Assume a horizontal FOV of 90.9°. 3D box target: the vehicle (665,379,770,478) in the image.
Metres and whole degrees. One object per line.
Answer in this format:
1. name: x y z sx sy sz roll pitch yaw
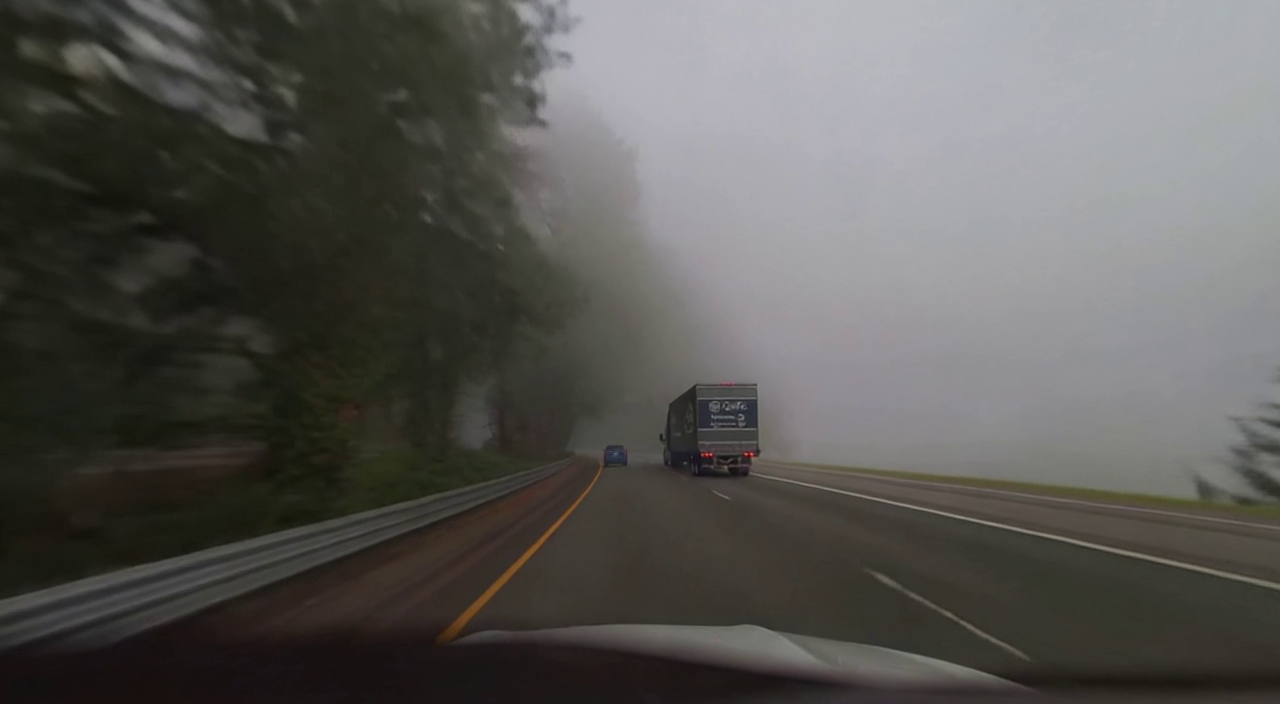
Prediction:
1. vehicle: 3.428 4.165 32.797 2.951 4.012 14.203 0 -9 -3

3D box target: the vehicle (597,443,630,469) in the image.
1. vehicle: -1.589 6.292 38.124 1.913 1.460 3.610 0 -9 -2
